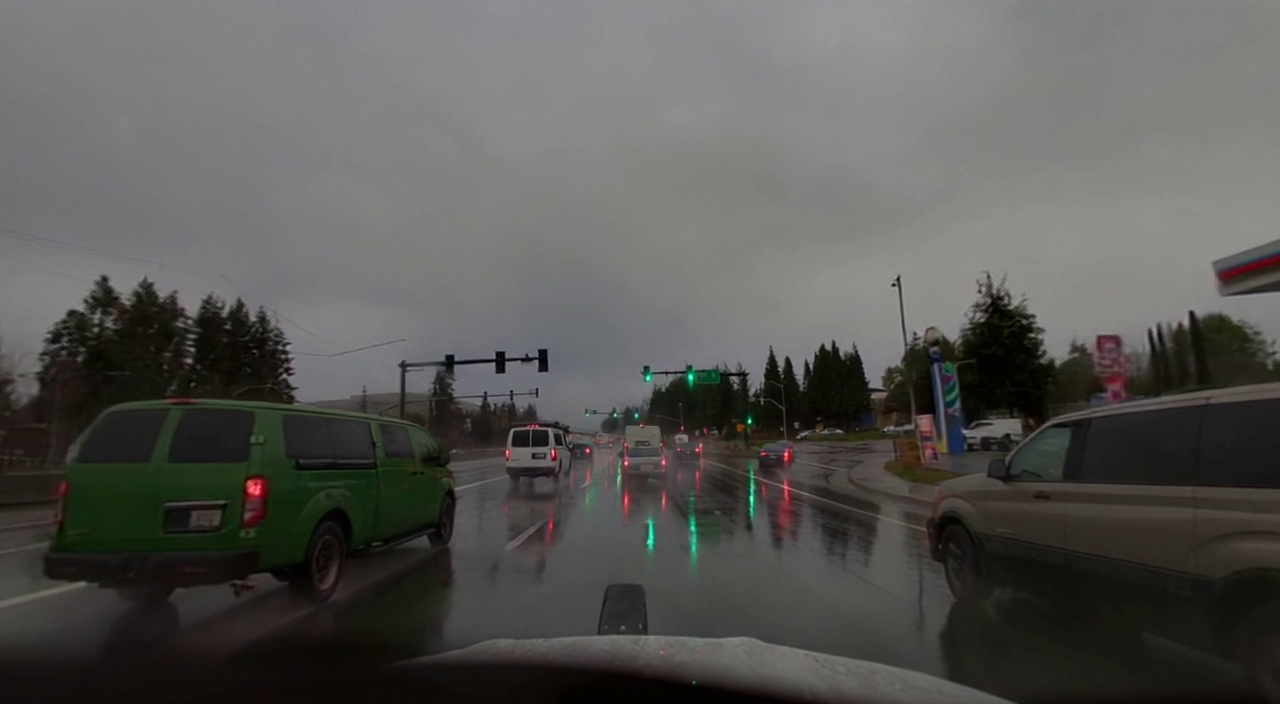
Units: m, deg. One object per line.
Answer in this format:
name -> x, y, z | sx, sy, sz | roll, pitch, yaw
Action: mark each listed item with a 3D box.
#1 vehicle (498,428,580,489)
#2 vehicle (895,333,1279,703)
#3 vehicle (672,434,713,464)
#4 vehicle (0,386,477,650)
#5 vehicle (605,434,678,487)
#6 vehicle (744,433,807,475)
vehicle -> -3.469, 3.769, 22.630 | 2.025, 1.936, 4.995 | 0, -8, 1
vehicle -> 3.598, 1.032, 3.866 | 2.055, 1.786, 4.817 | 0, -8, 1
vehicle -> 3.316, 6.311, 40.817 | 2.193, 1.795, 5.130 | 0, -8, 0
vehicle -> -3.515, 1.482, 6.846 | 2.002, 1.747, 5.173 | 0, -8, 1
vehicle -> 0.068, 3.999, 23.579 | 2.426, 1.703, 5.602 | 0, -8, 1
vehicle -> 6.012, 4.594, 28.487 | 2.119, 1.696, 4.623 | -1, -8, 4
